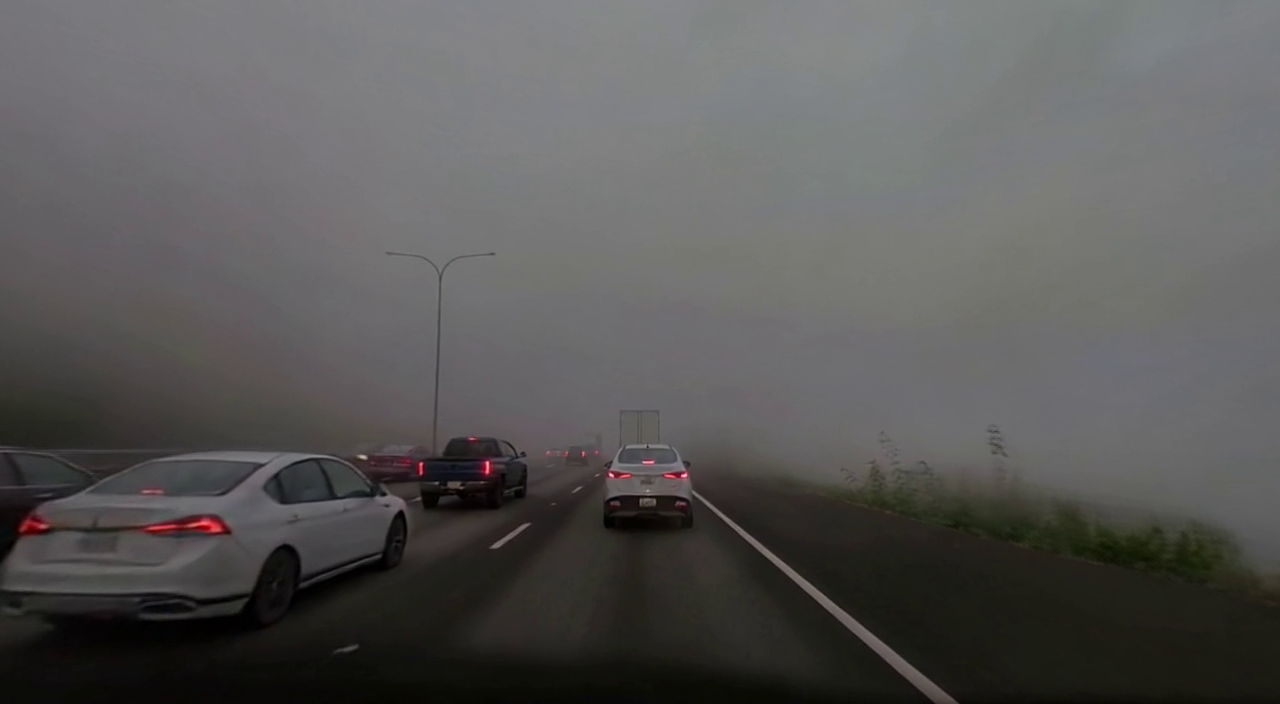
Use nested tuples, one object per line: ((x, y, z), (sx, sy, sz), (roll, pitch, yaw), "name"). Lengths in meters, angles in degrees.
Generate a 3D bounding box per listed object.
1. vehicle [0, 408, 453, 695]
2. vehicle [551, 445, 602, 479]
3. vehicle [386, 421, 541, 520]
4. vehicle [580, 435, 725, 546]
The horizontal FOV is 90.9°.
((-3.342, 1.389, 5.552), (1.980, 1.491, 4.340), (0, -9, 1), "vehicle")
((-2.880, 5.124, 29.509), (1.998, 1.466, 3.684), (0, -9, 0), "vehicle")
((-3.675, 2.591, 14.193), (2.051, 1.829, 4.736), (0, -9, 1), "vehicle")
((0.161, 2.179, 10.426), (1.995, 1.495, 3.380), (0, -9, 0), "vehicle")
